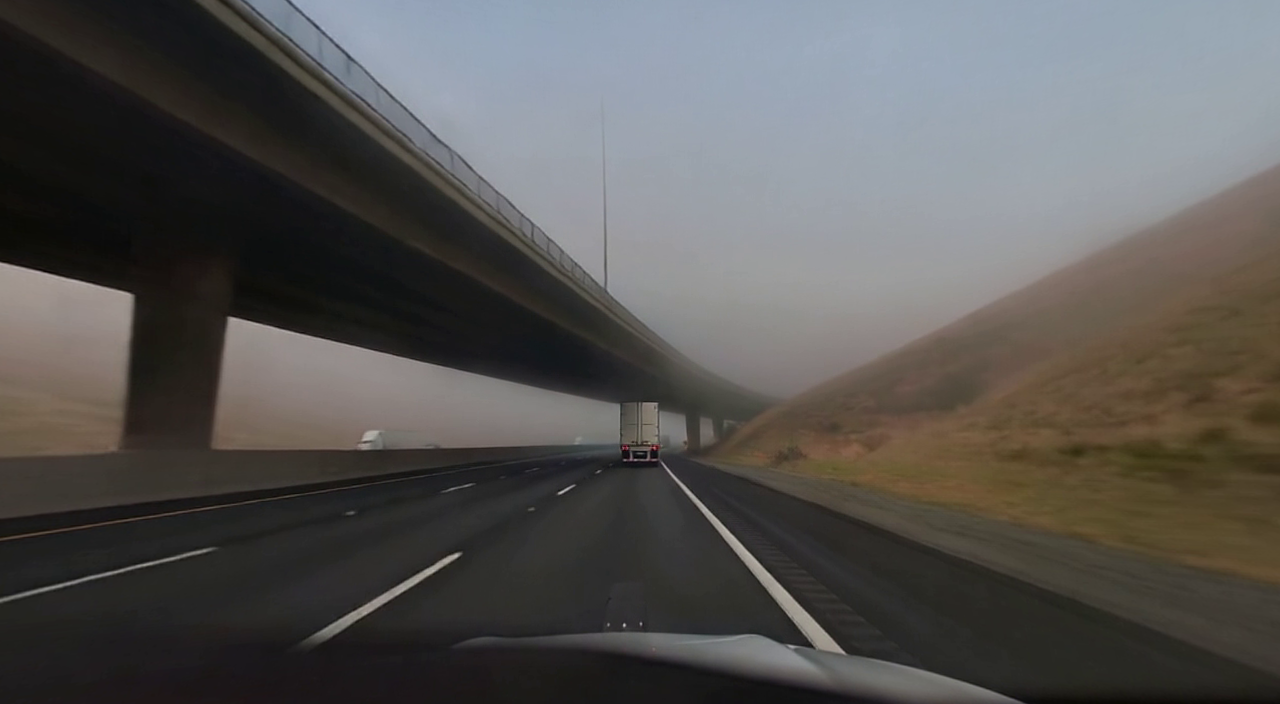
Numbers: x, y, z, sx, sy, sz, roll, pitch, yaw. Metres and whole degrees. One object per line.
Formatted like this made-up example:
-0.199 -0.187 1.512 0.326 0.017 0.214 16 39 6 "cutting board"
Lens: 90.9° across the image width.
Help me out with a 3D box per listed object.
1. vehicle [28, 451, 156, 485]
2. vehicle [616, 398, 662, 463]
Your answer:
-29.047 6.143 33.741 1.919 1.637 5.291 -1 -8 3 "vehicle"
-0.073 5.698 44.676 2.866 4.014 11.261 0 -8 0 "vehicle"
